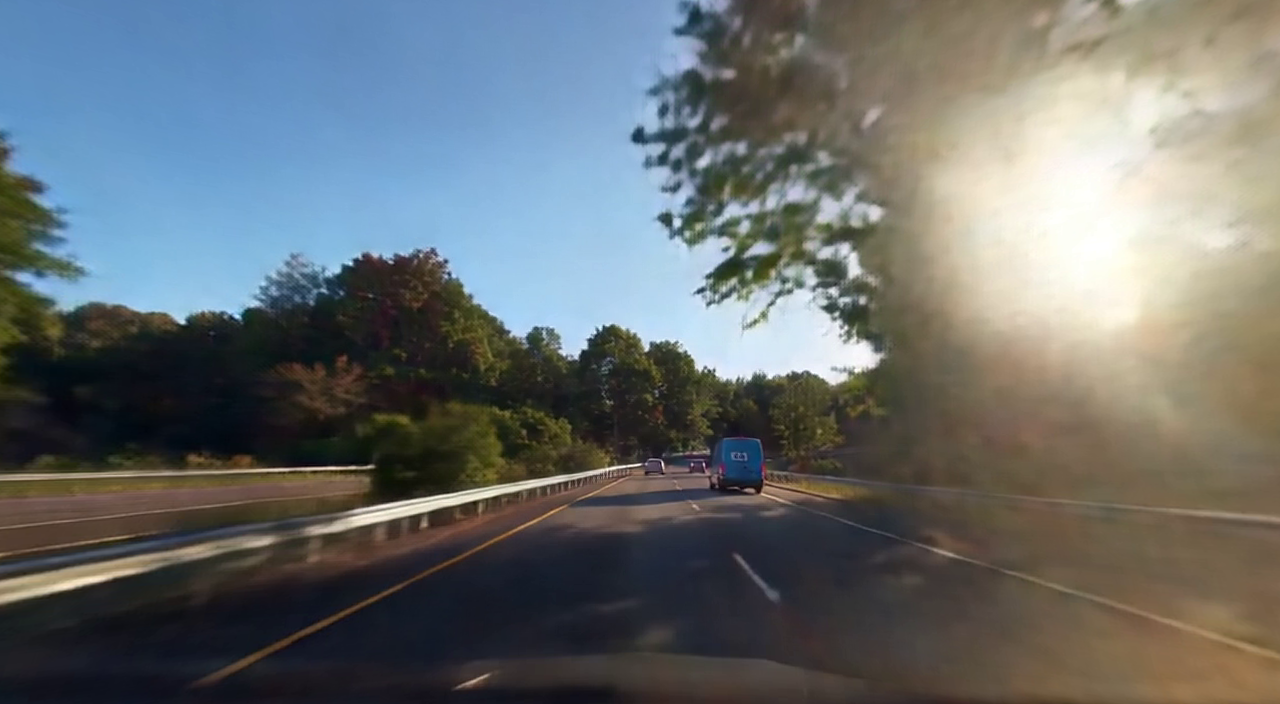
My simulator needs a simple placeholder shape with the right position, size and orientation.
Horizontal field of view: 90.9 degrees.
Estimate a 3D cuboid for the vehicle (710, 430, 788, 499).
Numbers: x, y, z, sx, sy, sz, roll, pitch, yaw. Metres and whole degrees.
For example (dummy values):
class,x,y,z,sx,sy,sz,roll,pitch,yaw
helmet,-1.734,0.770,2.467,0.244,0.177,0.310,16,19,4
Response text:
class,x,y,z,sx,sy,sz,roll,pitch,yaw
vehicle,4.537,4.900,27.359,2.366,2.595,5.793,1,-11,0
